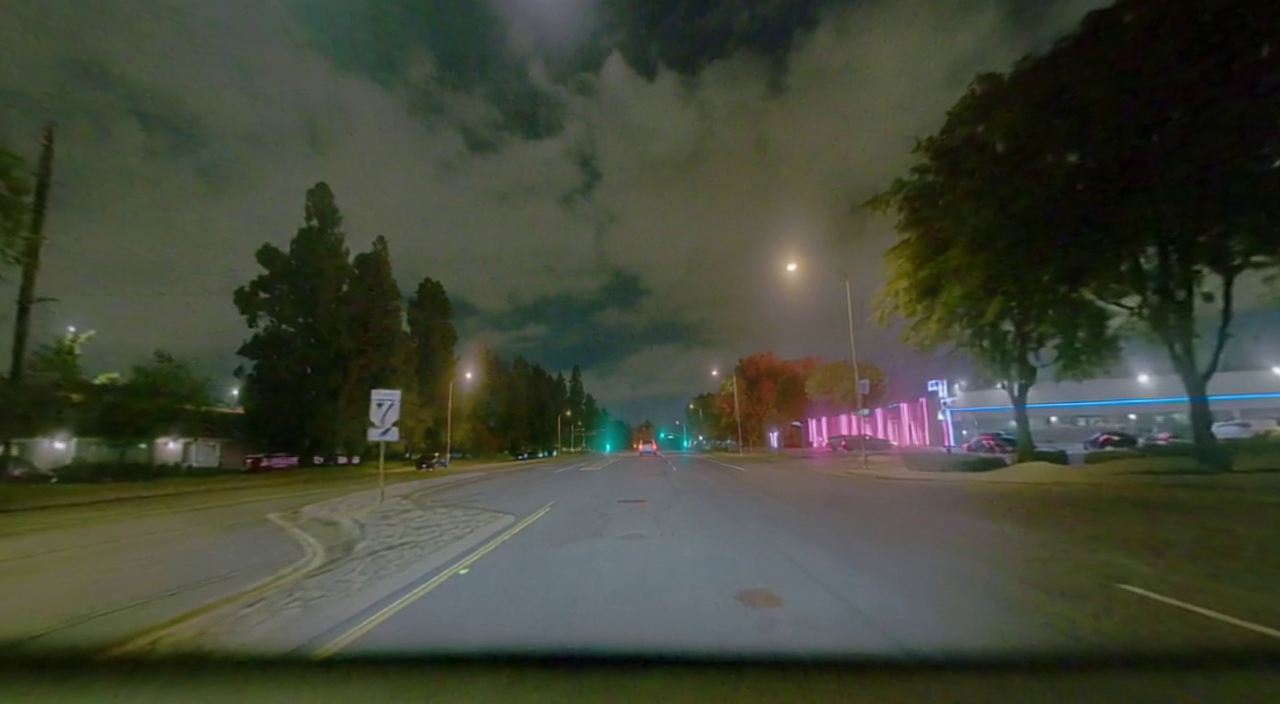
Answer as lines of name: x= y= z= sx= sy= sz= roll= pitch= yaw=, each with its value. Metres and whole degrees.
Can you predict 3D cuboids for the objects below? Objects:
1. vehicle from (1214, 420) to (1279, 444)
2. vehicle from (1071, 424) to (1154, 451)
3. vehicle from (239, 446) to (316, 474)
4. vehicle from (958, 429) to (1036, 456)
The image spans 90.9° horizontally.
vehicle: x=42.034 y=5.461 z=42.700 sx=1.921 sy=1.510 sz=4.683 roll=0 pitch=-8 yaw=2
vehicle: x=29.831 y=5.467 z=39.970 sx=1.854 sy=1.604 sz=4.333 roll=0 pitch=-8 yaw=0
vehicle: x=-26.328 y=7.805 z=45.825 sx=4.633 sy=1.923 sz=2.074 roll=5 pitch=-10 yaw=-34
vehicle: x=22.376 y=5.711 z=39.779 sx=2.009 sy=1.533 sz=5.047 roll=0 pitch=-8 yaw=0
